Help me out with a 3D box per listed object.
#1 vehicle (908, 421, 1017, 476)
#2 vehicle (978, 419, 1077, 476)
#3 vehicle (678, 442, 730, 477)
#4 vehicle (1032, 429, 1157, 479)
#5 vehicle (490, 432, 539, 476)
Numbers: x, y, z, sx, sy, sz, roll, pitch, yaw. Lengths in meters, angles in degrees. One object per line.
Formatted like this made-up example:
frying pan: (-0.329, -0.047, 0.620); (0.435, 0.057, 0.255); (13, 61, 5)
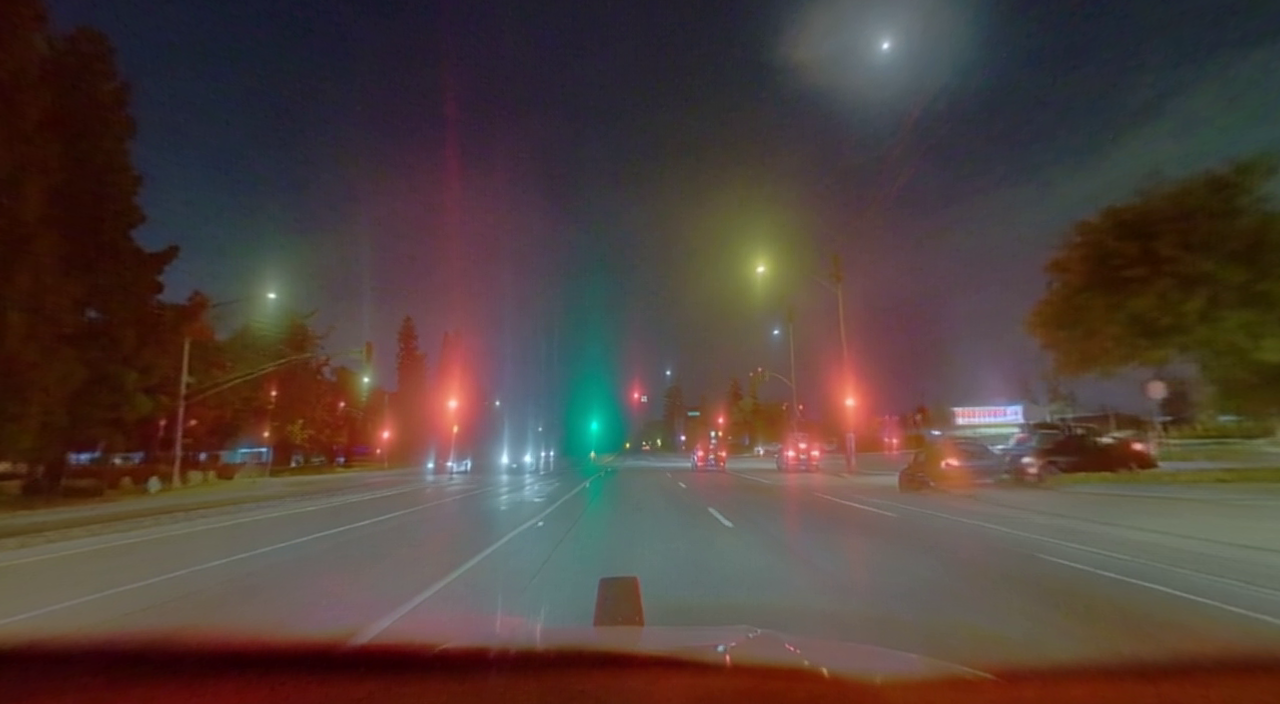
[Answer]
vehicle: (13.370, 3.945, 26.049); (5.115, 1.997, 2.279); (6, -13, -44)
vehicle: (14.798, 3.562, 24.010); (2.067, 1.818, 4.779); (-12, -12, 42)
vehicle: (3.025, 5.166, 30.625); (1.961, 1.580, 4.020); (0, -8, -2)
vehicle: (14.950, 3.330, 20.786); (3.552, 1.484, 1.883); (4, -9, -29)
vehicle: (-6.415, 5.239, 32.795); (2.270, 2.068, 5.517); (1, -9, -9)
